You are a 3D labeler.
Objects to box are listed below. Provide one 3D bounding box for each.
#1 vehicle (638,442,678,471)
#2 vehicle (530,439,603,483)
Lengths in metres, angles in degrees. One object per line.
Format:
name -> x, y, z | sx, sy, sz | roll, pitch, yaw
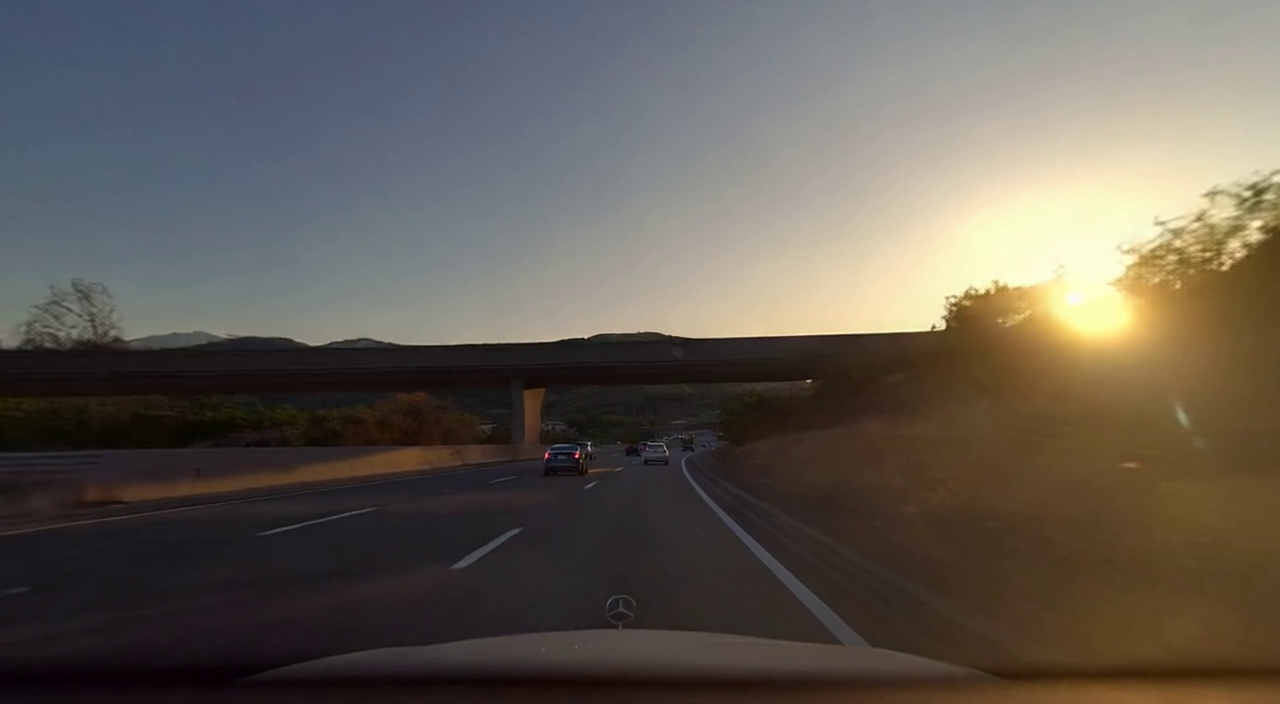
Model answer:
vehicle -> 1.060, 5.952, 36.011 | 2.129, 1.502, 4.321 | 0, -9, 3
vehicle -> -2.807, 4.300, 25.024 | 2.129, 1.563, 4.387 | -1, -9, 3
